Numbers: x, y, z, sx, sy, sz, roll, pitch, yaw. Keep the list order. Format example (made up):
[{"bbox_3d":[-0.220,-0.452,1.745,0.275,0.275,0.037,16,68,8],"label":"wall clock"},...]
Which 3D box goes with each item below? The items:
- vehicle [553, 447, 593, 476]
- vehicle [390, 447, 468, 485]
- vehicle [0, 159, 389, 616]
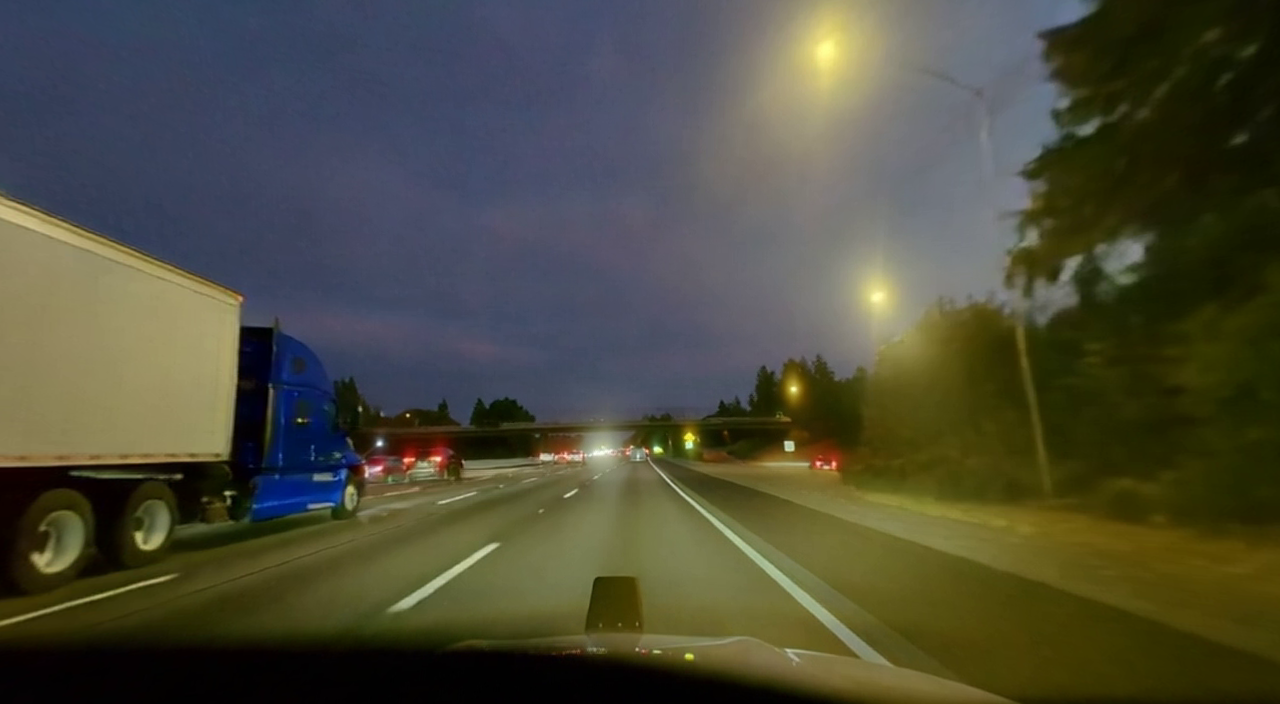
[{"bbox_3d":[-4.205,6.962,40.202,2.094,1.695,4.260,0,-9,0],"label":"vehicle"},{"bbox_3d":[-10.667,5.798,32.343,2.146,1.764,5.510,0,-9,0],"label":"vehicle"},{"bbox_3d":[-7.157,0.801,8.444,3.303,3.868,10.298,0,-9,0],"label":"vehicle"}]
